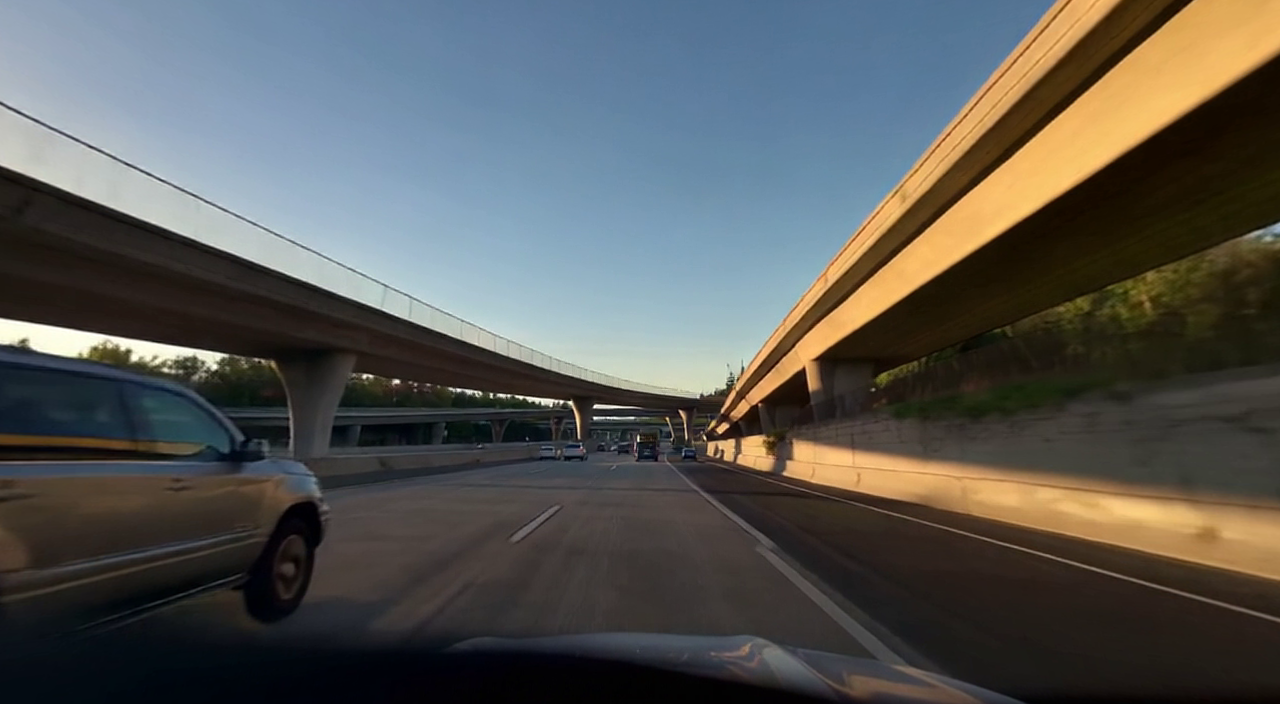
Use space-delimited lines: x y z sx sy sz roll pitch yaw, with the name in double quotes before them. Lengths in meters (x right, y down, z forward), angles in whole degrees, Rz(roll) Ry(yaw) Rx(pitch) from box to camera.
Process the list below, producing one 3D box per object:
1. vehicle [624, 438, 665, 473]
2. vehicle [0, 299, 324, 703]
"vehicle" 0.236 5.550 33.951 2.052 1.711 4.223 0 -9 0
"vehicle" -3.885 0.780 3.044 2.147 1.918 4.834 0 -8 0
